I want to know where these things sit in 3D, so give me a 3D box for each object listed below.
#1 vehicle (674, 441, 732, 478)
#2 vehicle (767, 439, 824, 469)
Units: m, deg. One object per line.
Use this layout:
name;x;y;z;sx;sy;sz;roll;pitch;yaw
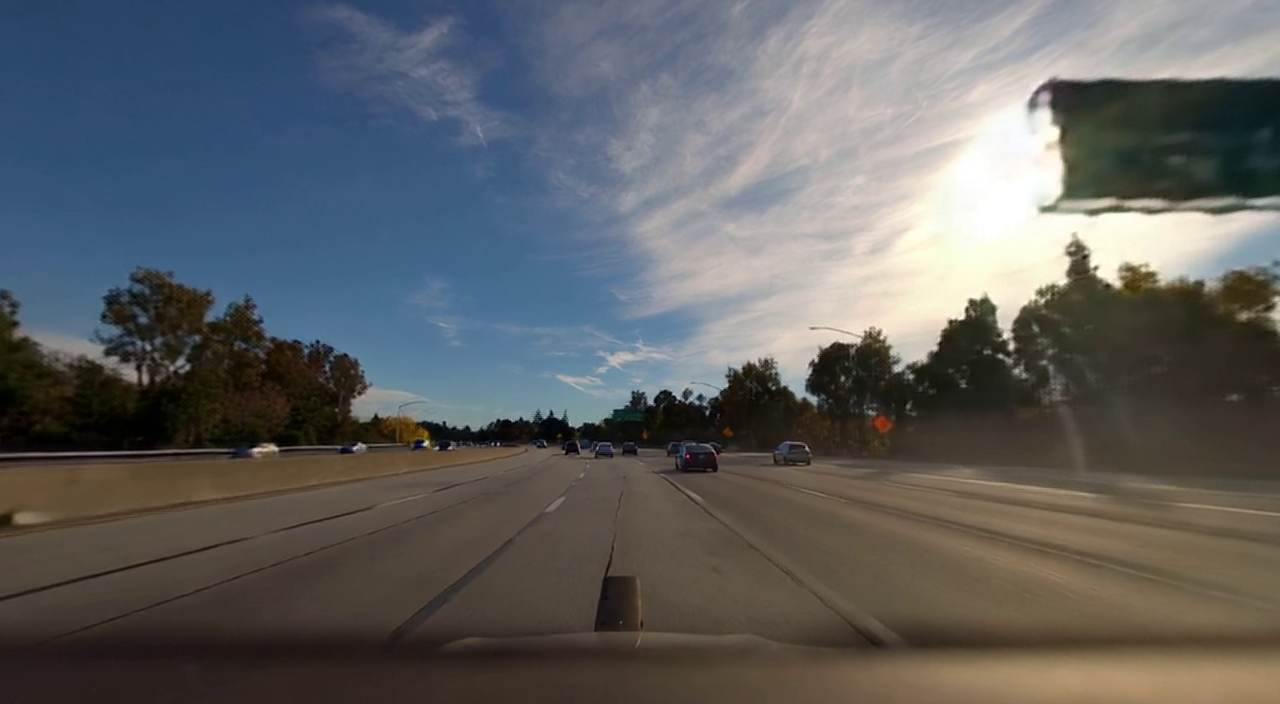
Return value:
vehicle;2.785;4.842;28.623;1.975;1.562;3.823;1;-9;-4
vehicle;9.213;6.099;37.718;1.909;1.634;4.739;1;-9;-4
